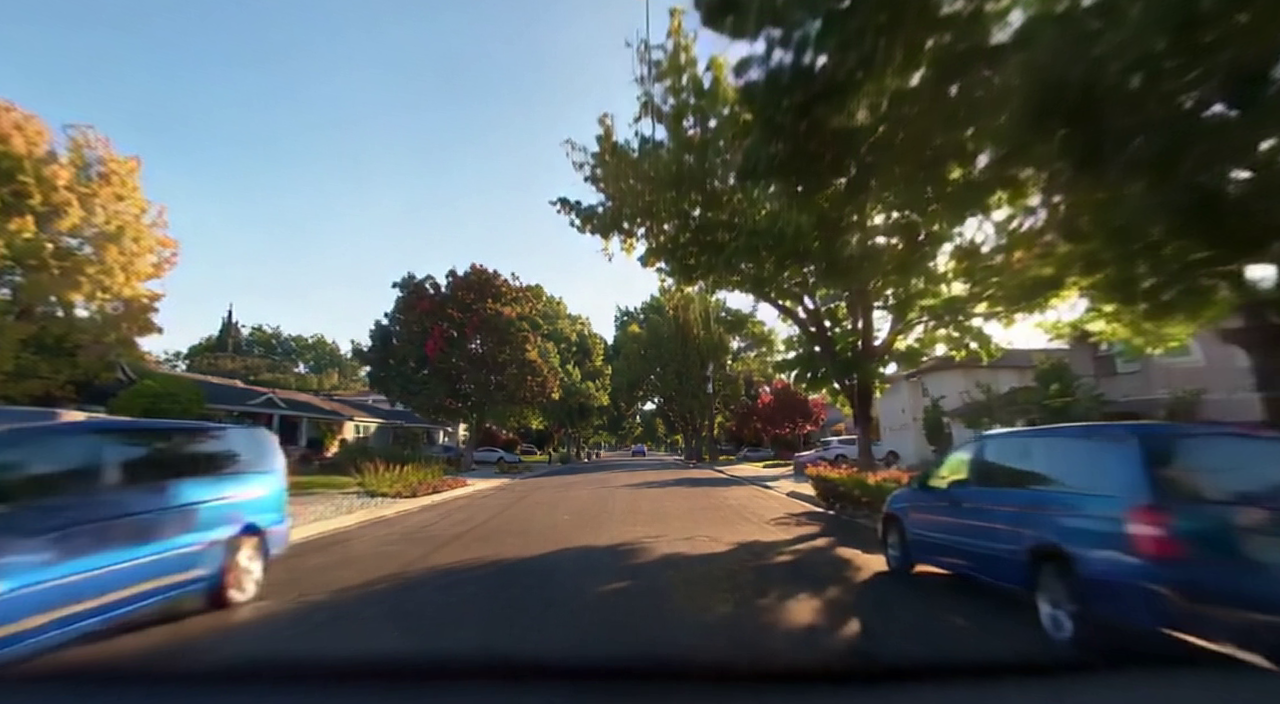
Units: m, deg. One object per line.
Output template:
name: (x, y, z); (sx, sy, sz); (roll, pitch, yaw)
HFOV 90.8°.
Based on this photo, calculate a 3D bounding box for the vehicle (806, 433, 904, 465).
vehicle: (12.849, 5.854, 38.047); (5.049, 1.845, 2.327); (0, -9, 0)

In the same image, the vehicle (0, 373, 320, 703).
vehicle: (-4.276, 1.145, 4.095); (2.157, 1.736, 4.104); (-1, -9, 1)

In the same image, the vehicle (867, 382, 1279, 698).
vehicle: (4.089, 1.443, 6.060); (2.173, 1.806, 4.701); (1, -9, 2)
